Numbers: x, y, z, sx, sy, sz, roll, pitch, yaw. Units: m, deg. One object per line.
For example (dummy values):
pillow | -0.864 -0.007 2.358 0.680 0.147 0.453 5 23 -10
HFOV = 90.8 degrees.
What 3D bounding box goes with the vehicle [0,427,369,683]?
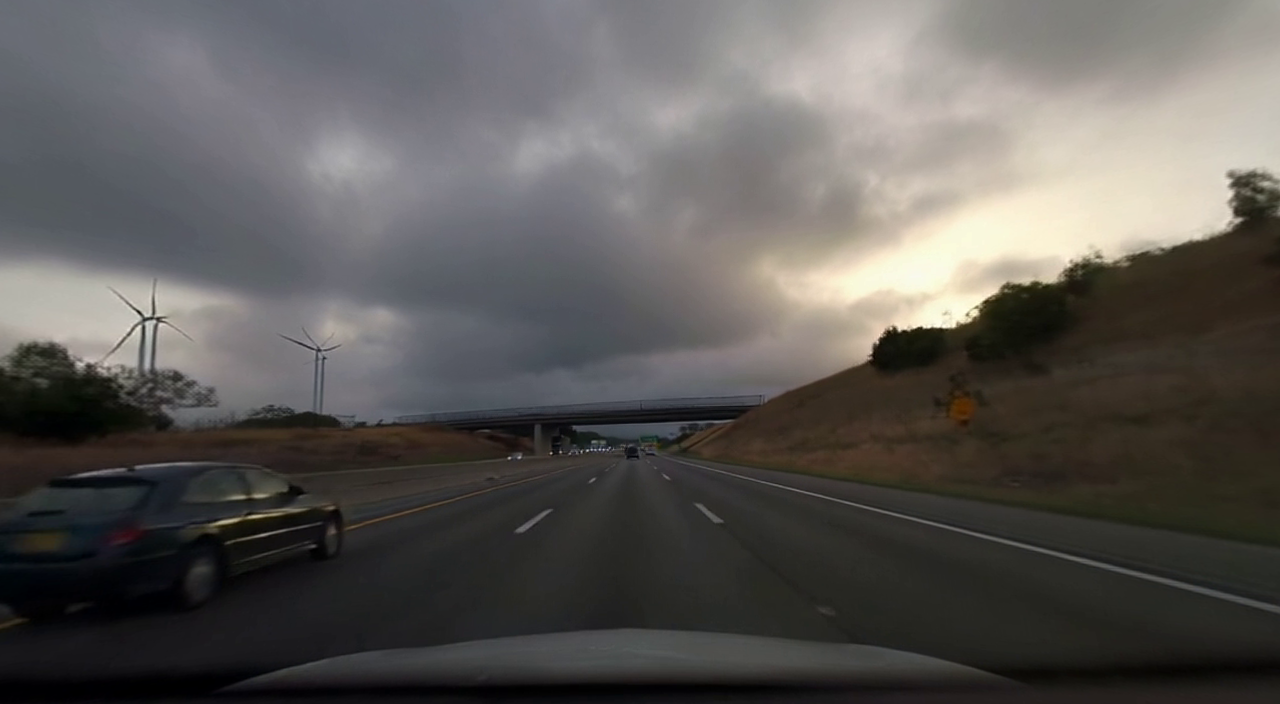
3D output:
vehicle | -4.384 1.514 5.820 1.921 1.481 4.120 0 -9 0
